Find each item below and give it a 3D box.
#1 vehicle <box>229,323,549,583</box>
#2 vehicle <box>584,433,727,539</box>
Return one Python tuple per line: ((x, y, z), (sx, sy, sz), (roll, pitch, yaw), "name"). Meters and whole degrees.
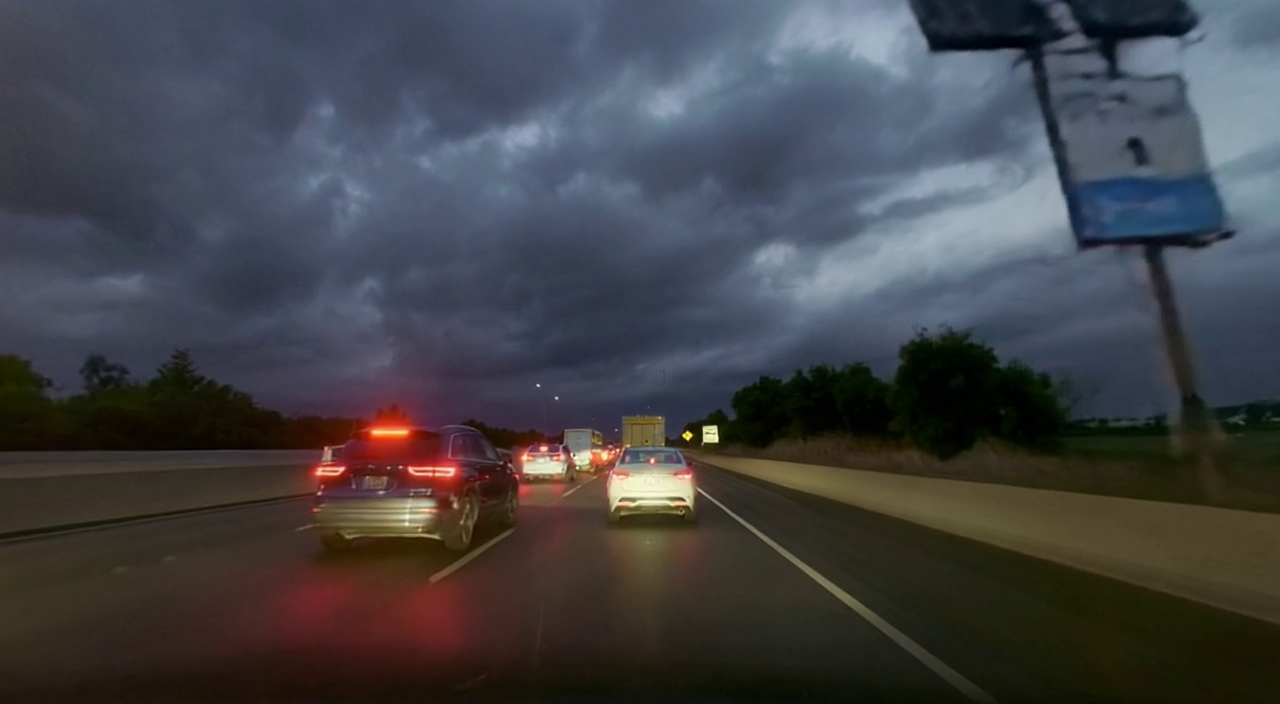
((-3.119, 1.549, 10.099), (2.289, 2.757, 6.726), (0, -9, 0), "vehicle")
((0.213, 2.219, 10.959), (2.063, 1.507, 3.488), (0, -9, 0), "vehicle")
